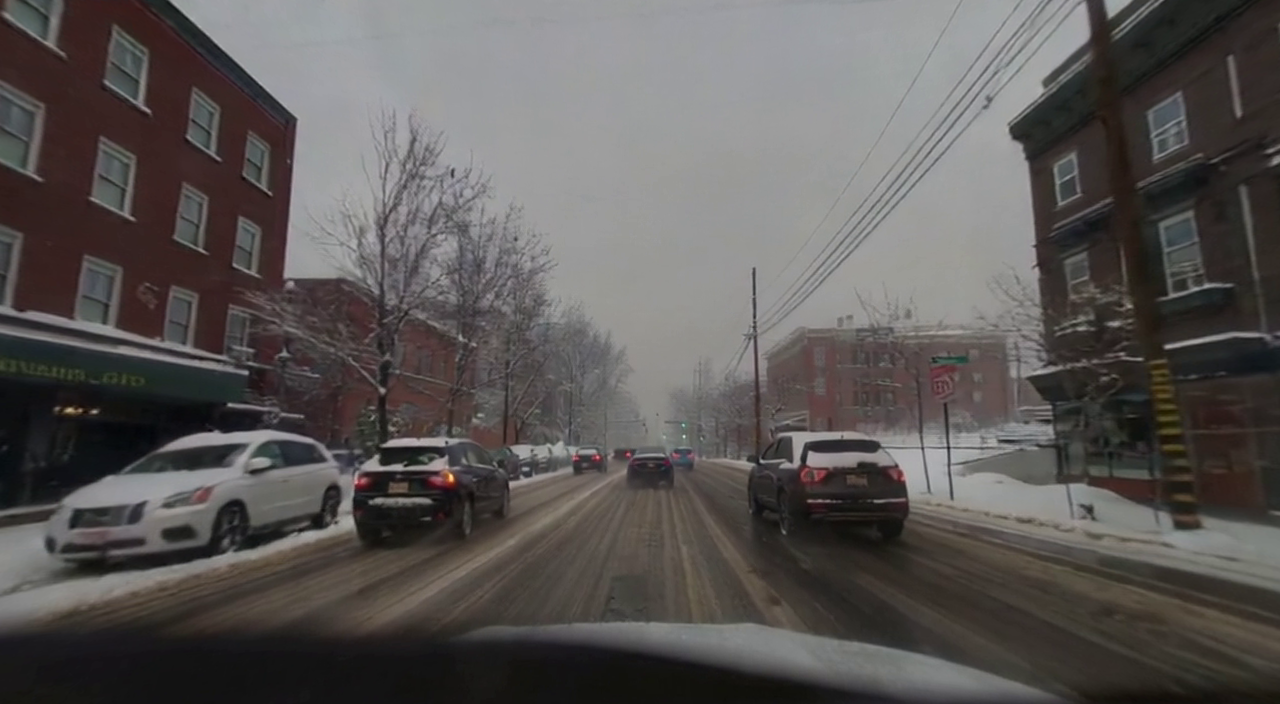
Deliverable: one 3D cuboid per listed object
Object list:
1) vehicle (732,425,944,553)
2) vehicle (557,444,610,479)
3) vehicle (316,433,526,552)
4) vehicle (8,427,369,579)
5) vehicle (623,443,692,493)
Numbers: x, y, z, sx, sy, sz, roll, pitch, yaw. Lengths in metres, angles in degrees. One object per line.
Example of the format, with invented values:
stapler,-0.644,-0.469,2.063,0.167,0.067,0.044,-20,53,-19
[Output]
vehicle,3.025,2.152,10.825,2.094,1.709,4.394,0,-7,-1
vehicle,-2.698,5.316,30.992,2.019,1.507,4.643,-1,-7,2
vehicle,-3.402,2.205,10.753,2.085,1.619,3.976,0,-7,1
vehicle,-6.175,2.029,9.497,2.093,1.724,4.333,-1,-7,2
vehicle,0.569,3.904,21.734,2.139,1.466,4.373,0,-7,0
